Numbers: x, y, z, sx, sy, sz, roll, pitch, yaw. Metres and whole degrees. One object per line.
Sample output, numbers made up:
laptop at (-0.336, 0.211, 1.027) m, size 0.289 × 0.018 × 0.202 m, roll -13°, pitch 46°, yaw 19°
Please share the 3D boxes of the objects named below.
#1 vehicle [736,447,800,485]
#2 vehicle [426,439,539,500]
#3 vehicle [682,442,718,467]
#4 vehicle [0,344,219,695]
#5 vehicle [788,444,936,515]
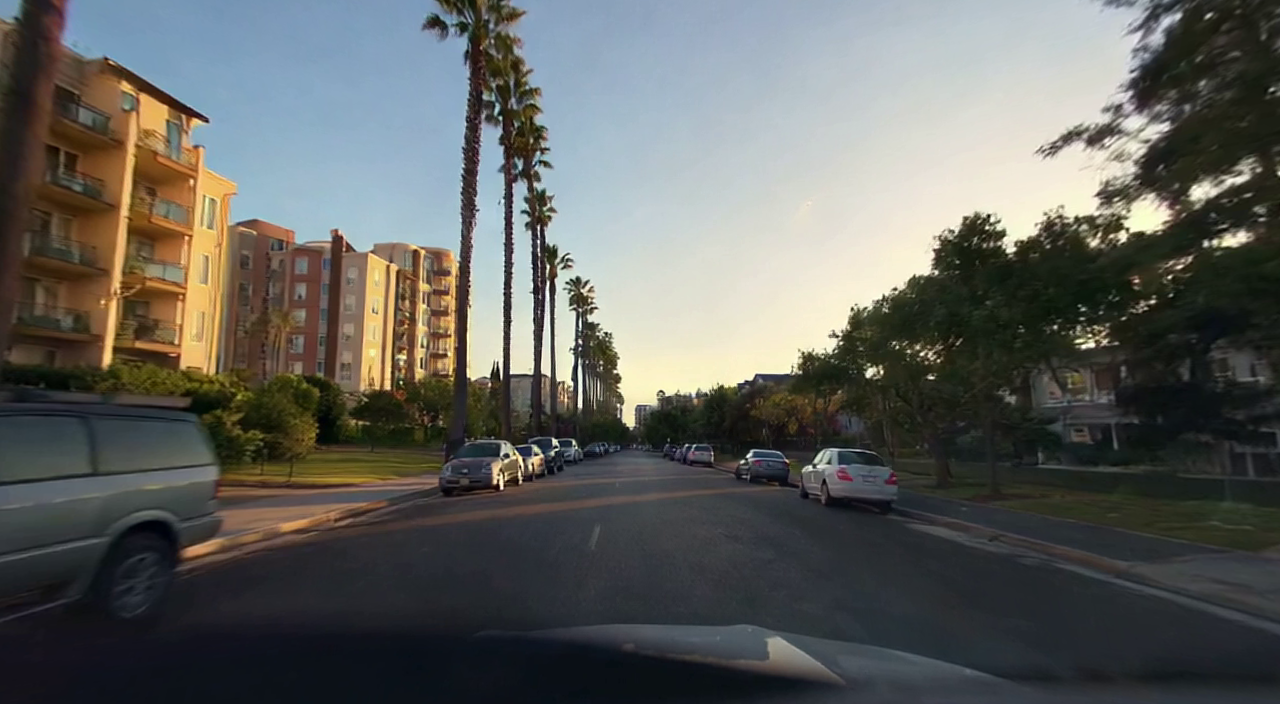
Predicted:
vehicle at (5.328, 4.790, 26.772) m, size 1.812 × 1.461 × 3.575 m, roll 0°, pitch -8°, yaw -2°
vehicle at (-4.483, 3.419, 18.851) m, size 2.066 × 1.506 × 4.719 m, roll 1°, pitch -9°, yaw 1°
vehicle at (4.419, 7.642, 47.322) m, size 1.969 × 1.782 × 4.677 m, roll 1°, pitch -9°, yaw -4°
vehicle at (-4.610, 0.784, 2.641) m, size 1.999 × 1.945 × 5.026 m, roll 1°, pitch -8°, yaw 3°
vehicle at (5.485, 3.188, 16.372) m, size 2.121 × 1.568 × 4.473 m, roll 0°, pitch -8°, yaw -1°
